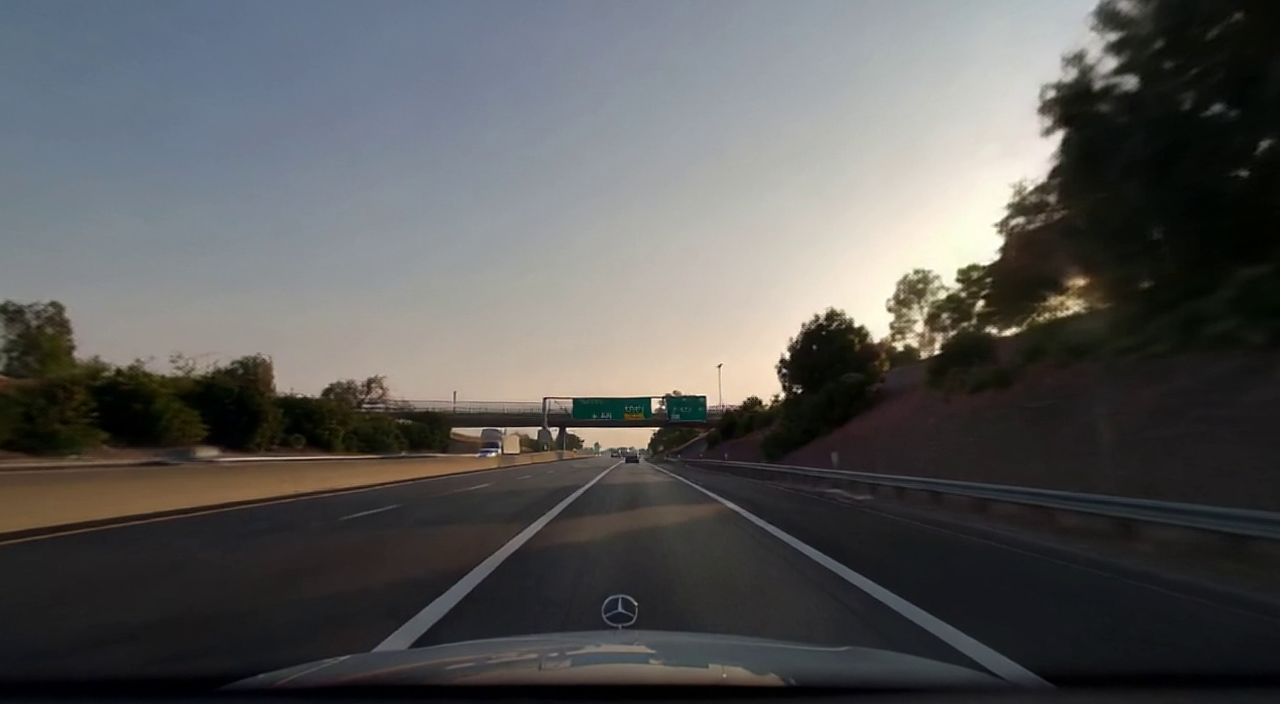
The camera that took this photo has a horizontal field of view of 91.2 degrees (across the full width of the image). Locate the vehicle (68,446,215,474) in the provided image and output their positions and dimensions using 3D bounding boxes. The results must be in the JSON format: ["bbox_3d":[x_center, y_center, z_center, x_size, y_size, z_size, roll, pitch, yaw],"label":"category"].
[{"bbox_3d":[-20.335,4.428,25.935,1.981,1.049,5.133,0,-9,-1],"label":"vehicle"}]
